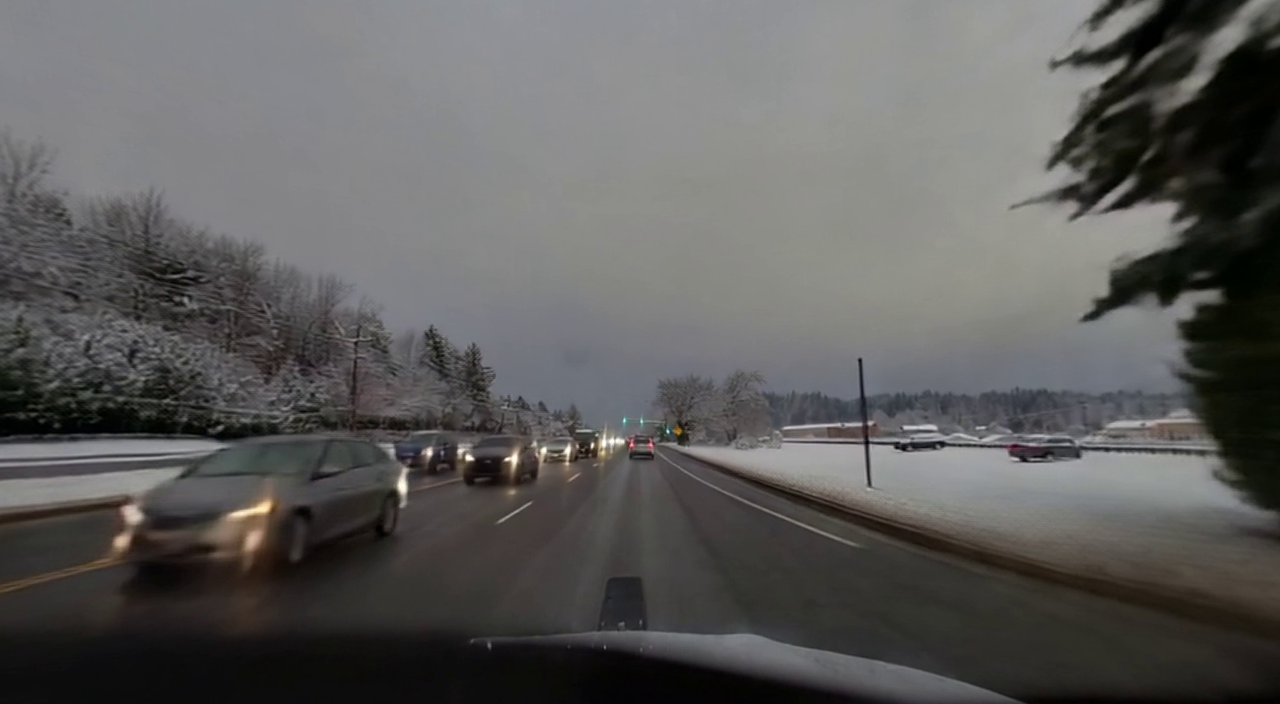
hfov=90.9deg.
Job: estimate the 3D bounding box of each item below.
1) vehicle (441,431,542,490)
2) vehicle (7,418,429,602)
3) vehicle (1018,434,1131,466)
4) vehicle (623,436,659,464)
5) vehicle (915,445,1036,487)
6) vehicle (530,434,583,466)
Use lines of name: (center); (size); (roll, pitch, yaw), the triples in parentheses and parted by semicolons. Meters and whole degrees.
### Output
vehicle: (-4.213, 3.130, 18.638); (1.871, 1.502, 4.240); (-1, -8, 1)
vehicle: (-4.260, 1.624, 7.521); (1.904, 1.496, 4.481); (-1, -8, 1)
vehicle: (28.130, 6.348, 40.931); (5.741, 1.952, 2.128); (0, -8, -2)
vehicle: (0.040, 5.442, 35.280); (1.875, 1.453, 3.888); (-1, -8, 0)
vehicle: (14.841, 5.038, 28.073); (4.265, 1.693, 1.902); (0, -8, -1)
vehicle: (-4.150, 4.926, 31.931); (1.975, 1.447, 4.356); (-1, -8, 2)
